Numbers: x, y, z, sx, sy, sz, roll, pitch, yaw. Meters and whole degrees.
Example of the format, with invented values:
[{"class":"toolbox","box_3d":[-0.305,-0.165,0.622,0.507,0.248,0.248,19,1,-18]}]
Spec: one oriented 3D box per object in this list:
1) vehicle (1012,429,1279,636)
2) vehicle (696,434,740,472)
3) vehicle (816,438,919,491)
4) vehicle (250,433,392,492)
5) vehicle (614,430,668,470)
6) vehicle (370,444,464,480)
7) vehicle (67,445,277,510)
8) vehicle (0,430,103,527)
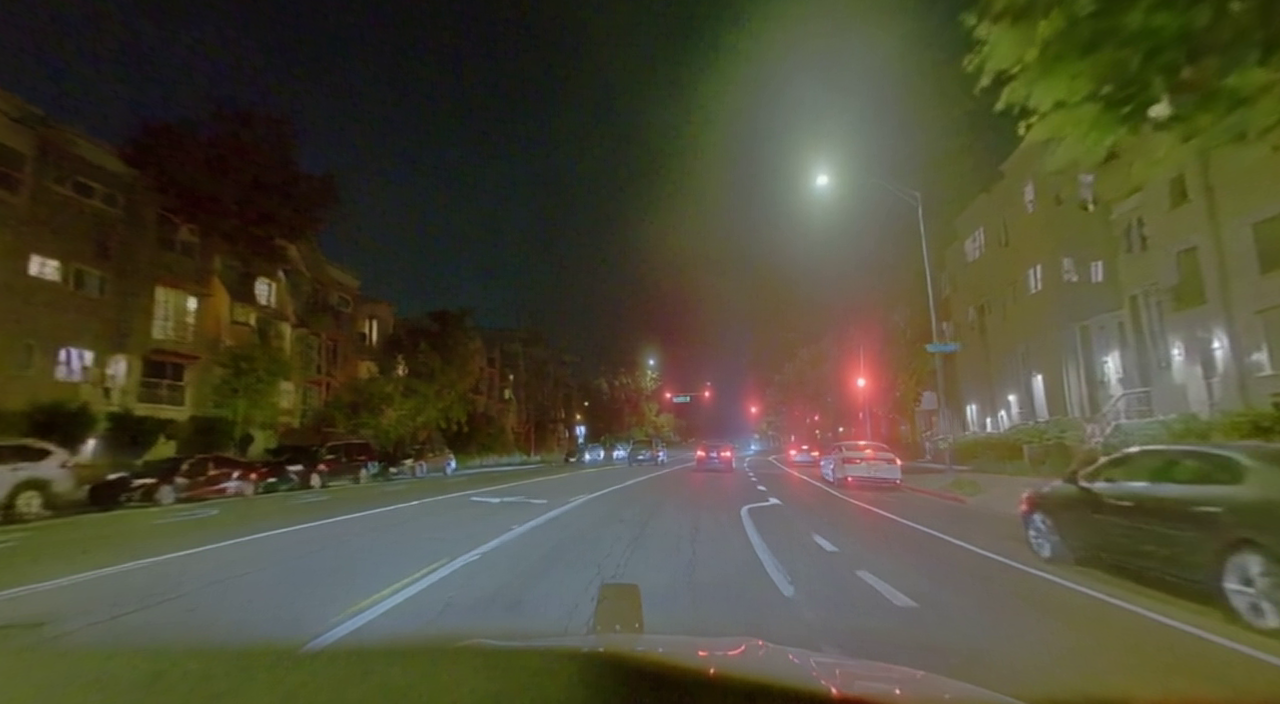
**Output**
[{"class":"vehicle","box_3d":[5.594,1.447,5.575,1.957,1.461,4.547,0,-8,2]},{"class":"vehicle","box_3d":[3.878,4.872,30.739,1.852,1.680,4.488,-2,-9,10]},{"class":"vehicle","box_3d":[7.234,3.595,20.686,2.104,1.489,4.962,-1,-8,7]},{"class":"vehicle","box_3d":[-11.196,3.891,22.702,2.115,1.853,4.745,-1,-8,8]},{"class":"vehicle","box_3d":[0.148,4.830,31.289,1.877,1.827,4.298,-2,-9,11]},{"class":"vehicle","box_3d":[-9.967,4.949,28.686,1.782,1.472,4.744,-2,-9,11]},{"class":"vehicle","box_3d":[-12.142,3.243,16.875,1.809,1.469,4.485,-1,-8,7]},{"class":"vehicle","box_3d":[-12.683,2.247,11.115,1.977,1.761,4.990,0,-8,1]}]
